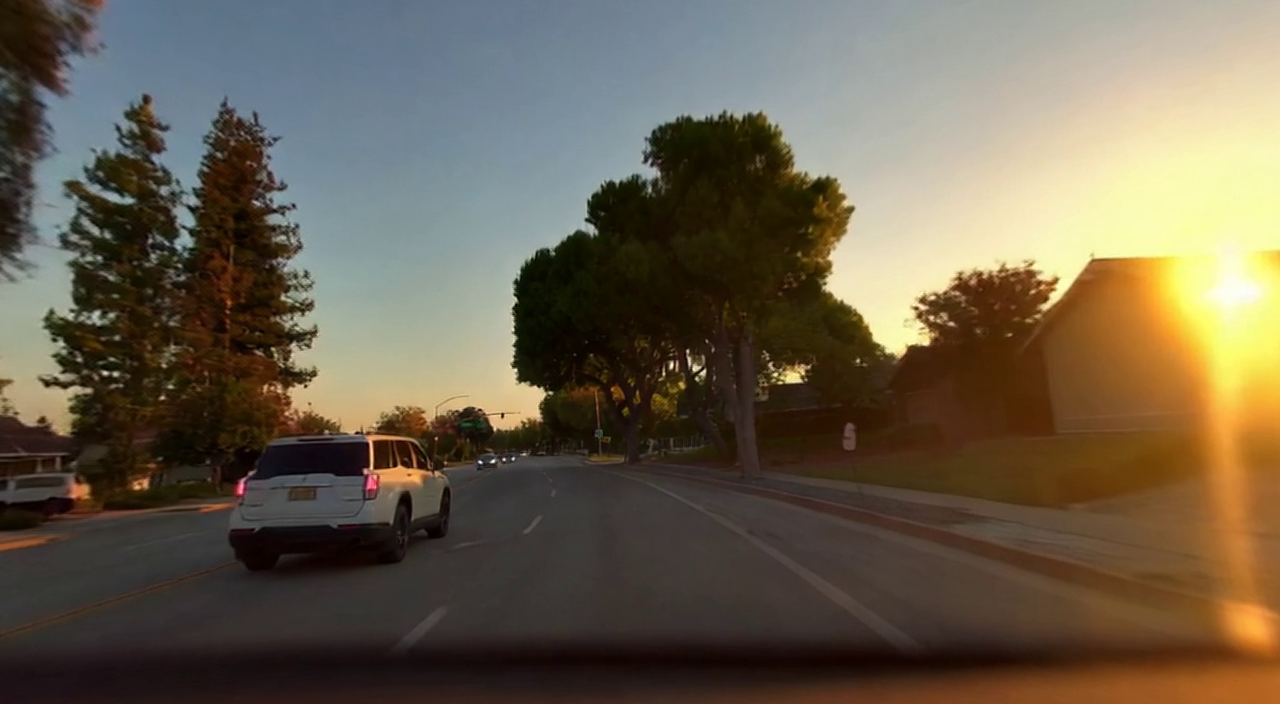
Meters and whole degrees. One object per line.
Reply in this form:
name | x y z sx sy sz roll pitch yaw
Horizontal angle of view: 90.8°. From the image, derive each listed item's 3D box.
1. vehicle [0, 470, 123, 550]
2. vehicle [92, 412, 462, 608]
vehicle | -14.629 3.759 14.739 1.878 1.505 4.435 -8 -7 -9
vehicle | -3.975 1.800 8.115 2.175 1.772 4.442 0 -9 -2
